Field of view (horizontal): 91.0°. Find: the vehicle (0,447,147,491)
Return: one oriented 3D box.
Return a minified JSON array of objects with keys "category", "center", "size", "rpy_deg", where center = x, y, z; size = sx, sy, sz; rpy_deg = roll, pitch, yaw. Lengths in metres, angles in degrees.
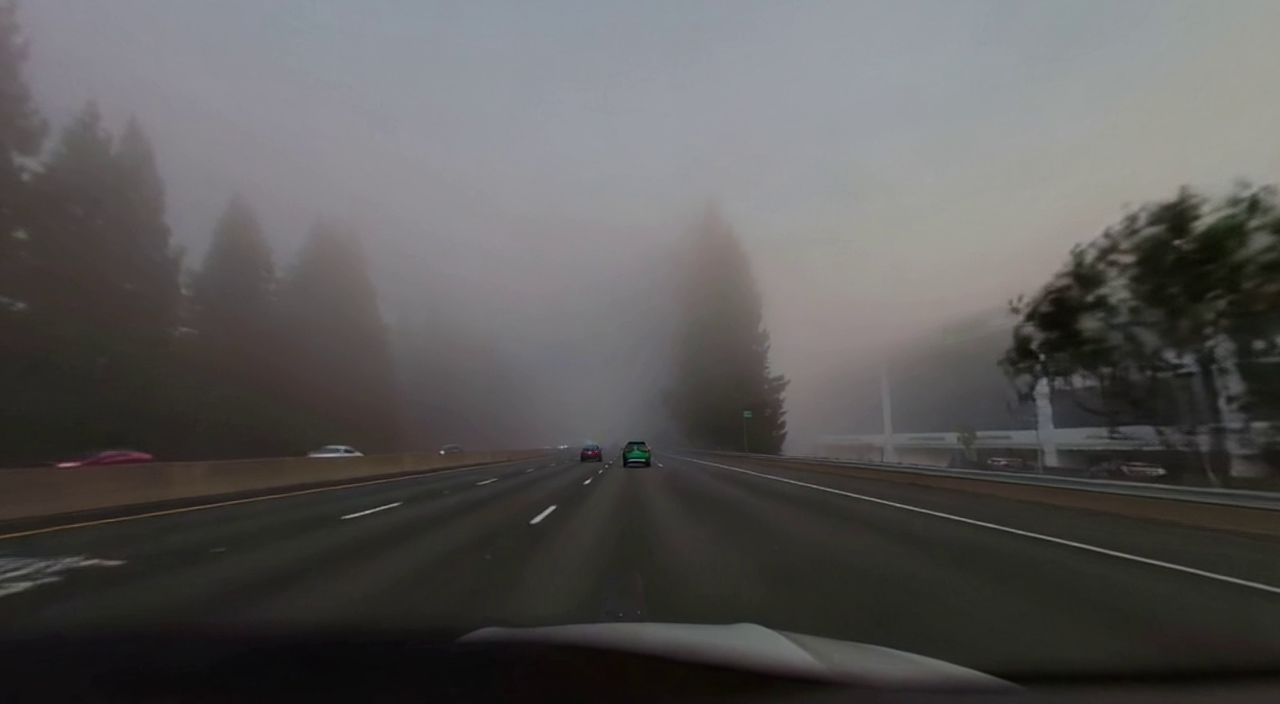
[{"category":"vehicle","center":[-26.508,5.398,29.636],"size":[2.029,1.816,5.563],"rpy_deg":[0,-8,0]}]

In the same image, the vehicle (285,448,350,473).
[{"category":"vehicle","center":[-22.759,7.667,44.646],"size":[2.030,1.605,4.975],"rpy_deg":[0,-8,0]}]

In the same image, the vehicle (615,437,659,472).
[{"category":"vehicle","center":[-0.190,5.764,35.547],"size":[2.302,1.810,4.707],"rpy_deg":[0,-8,-1]}]
